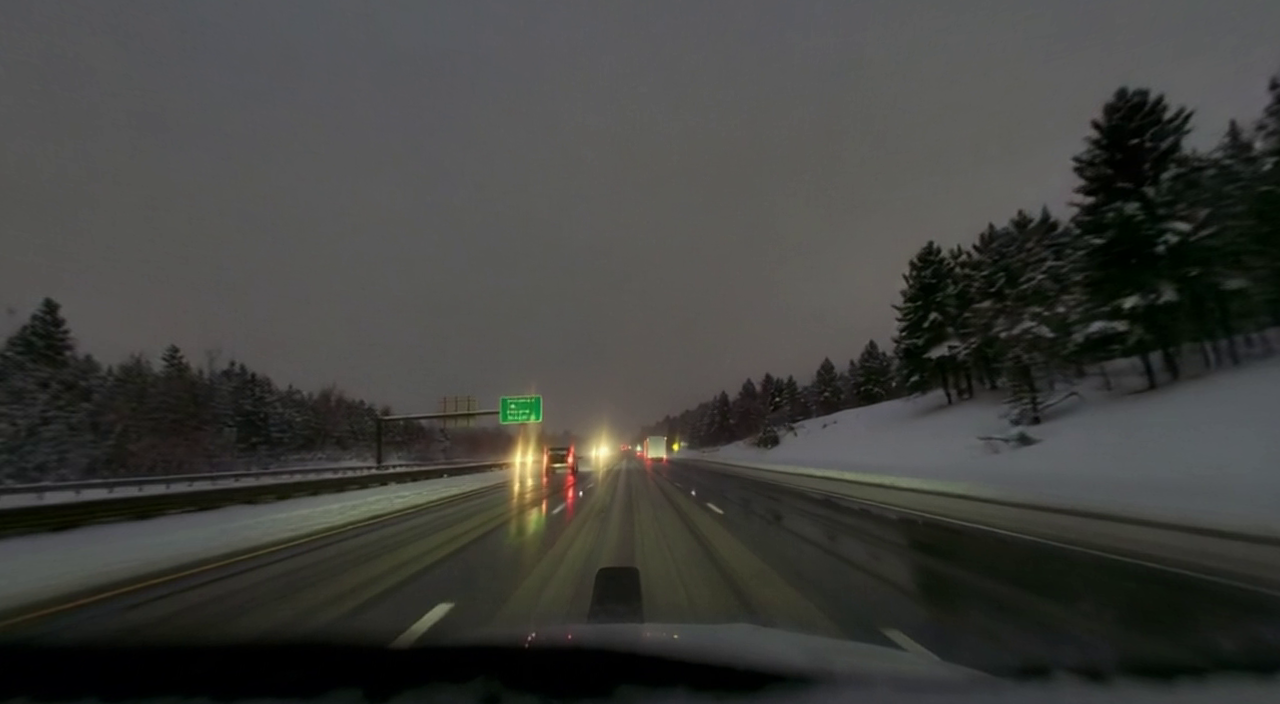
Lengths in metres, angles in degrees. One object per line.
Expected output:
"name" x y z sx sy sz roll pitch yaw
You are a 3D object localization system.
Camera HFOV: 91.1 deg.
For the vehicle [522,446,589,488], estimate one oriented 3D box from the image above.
"vehicle" -3.277 4.561 25.200 2.100 1.525 4.179 0 -9 0
